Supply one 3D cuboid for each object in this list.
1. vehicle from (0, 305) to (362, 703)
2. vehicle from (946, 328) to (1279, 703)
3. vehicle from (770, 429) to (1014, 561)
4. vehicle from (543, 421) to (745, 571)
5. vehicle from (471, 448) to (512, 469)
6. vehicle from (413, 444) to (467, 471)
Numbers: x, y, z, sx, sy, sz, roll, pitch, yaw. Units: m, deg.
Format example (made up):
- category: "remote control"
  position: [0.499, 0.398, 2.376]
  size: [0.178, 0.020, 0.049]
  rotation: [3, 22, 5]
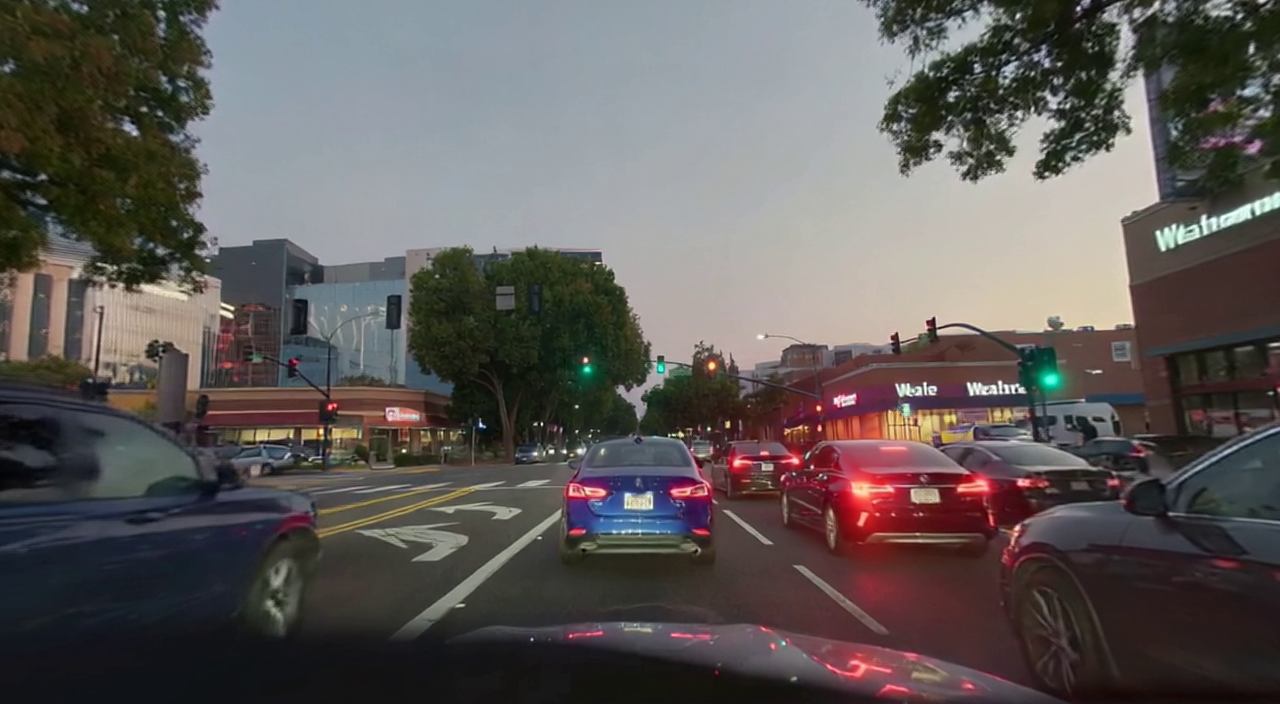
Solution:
- category: "vehicle"
  position: [-3.416, 0.833, 2.740]
  size: [2.257, 1.823, 4.777]
  rotation: [0, -9, 0]
- category: "vehicle"
  position: [3.000, 0.740, 1.802]
  size: [2.075, 1.661, 4.401]
  rotation: [0, -9, 1]
- category: "vehicle"
  position: [3.341, 1.961, 9.423]
  size: [1.865, 1.496, 4.170]
  rotation: [0, -9, -1]
- category: "vehicle"
  position: [0.025, 1.823, 8.688]
  size: [2.154, 1.577, 3.723]
  rotation: [0, -9, 0]
- category: "vehicle"
  position: [-11.230, 8.054, 48.095]
  size: [2.099, 1.478, 4.411]
  rotation: [0, -9, 0]
- category: "vehicle"
  position: [-15.066, 7.931, 47.903]
  size: [2.395, 1.903, 4.860]
  rotation: [0, -9, 1]
